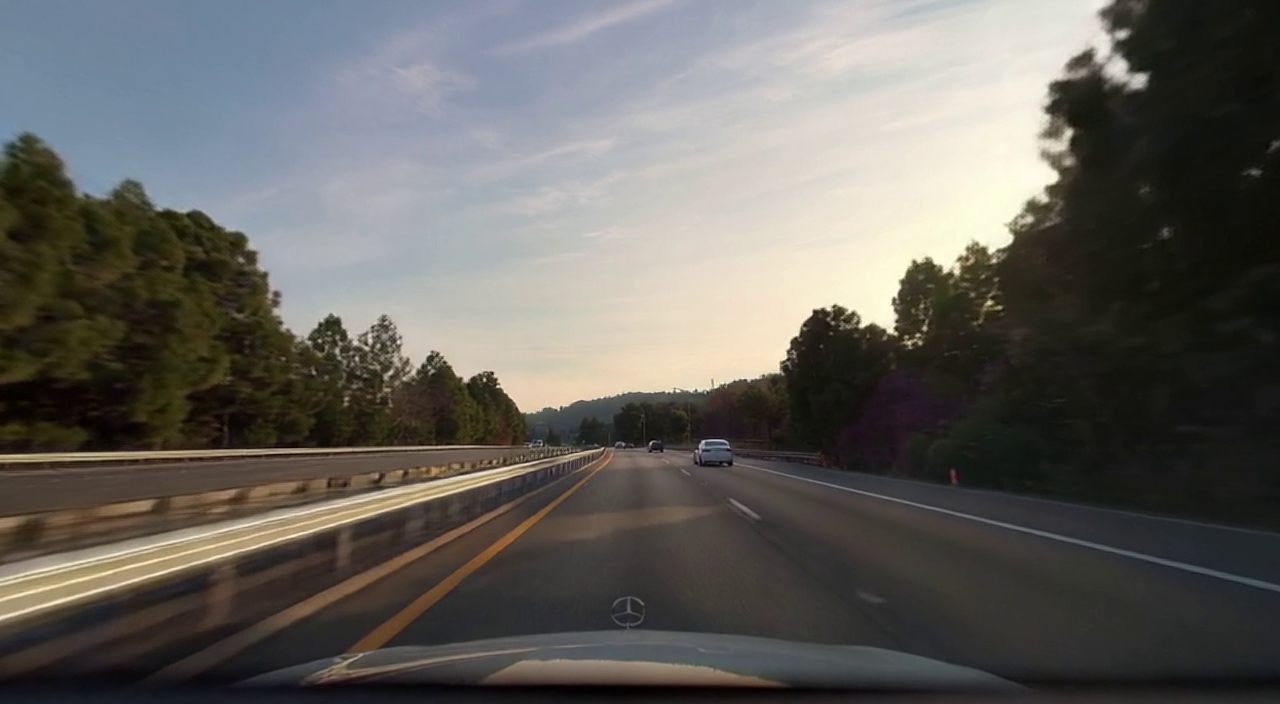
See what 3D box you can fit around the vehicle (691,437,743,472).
[{"bbox_3d":[3.646,4.882,30.274,1.945,1.538,3.729,0,-8,-1],"label":"vehicle"}]
